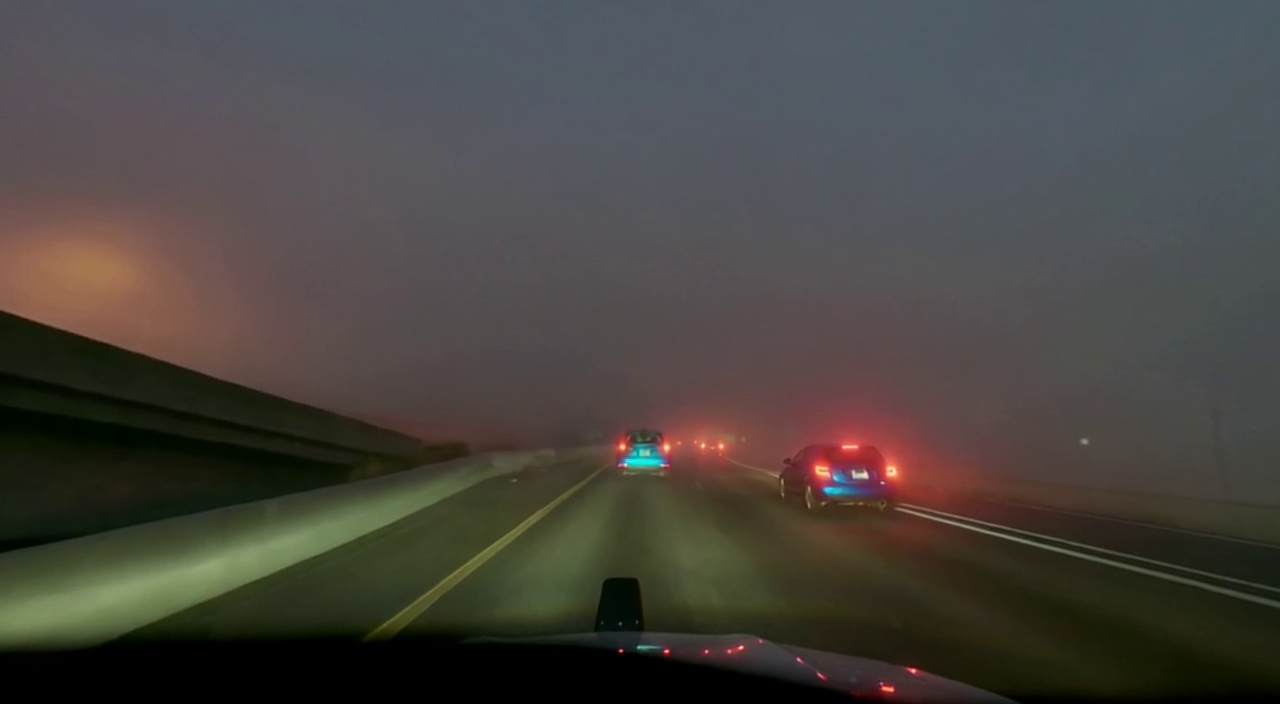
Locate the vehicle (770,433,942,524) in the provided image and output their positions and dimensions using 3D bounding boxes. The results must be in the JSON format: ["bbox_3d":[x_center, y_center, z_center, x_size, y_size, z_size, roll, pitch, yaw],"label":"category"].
[{"bbox_3d":[4.057,2.426,12.662,2.047,1.500,4.017,0,-8,0],"label":"vehicle"}]

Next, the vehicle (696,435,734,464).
[{"bbox_3d":[4.721,6.174,40.151,2.047,1.700,4.069,0,-8,3],"label":"vehicle"}]

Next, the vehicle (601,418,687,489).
[{"bbox_3d":[0.144,3.007,19.022,2.264,1.841,4.583,0,-8,1],"label":"vehicle"}]
